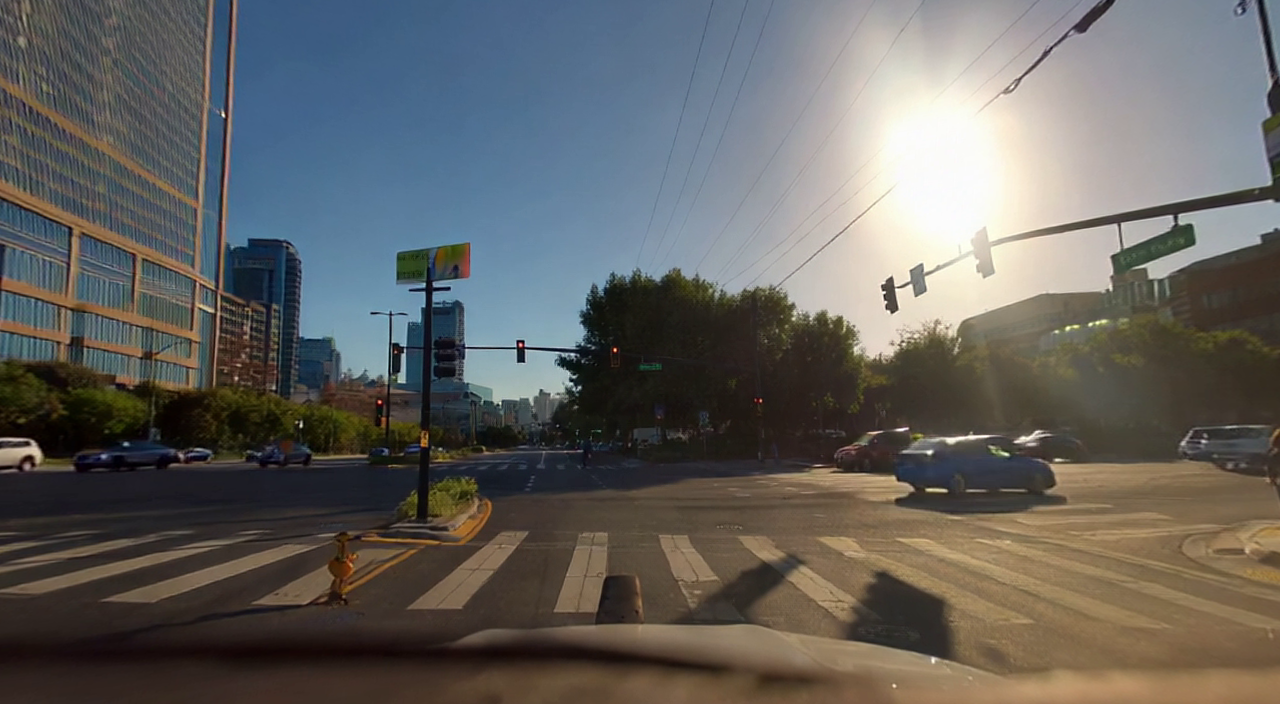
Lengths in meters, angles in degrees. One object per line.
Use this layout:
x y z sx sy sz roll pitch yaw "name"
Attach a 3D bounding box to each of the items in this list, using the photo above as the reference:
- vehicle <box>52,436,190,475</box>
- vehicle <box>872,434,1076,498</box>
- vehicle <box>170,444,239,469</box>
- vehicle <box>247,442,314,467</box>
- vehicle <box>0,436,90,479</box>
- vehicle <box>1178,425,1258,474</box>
-27.315 5.475 33.643 2.388 1.858 6.056 0 -8 -2 "vehicle"
8.719 2.967 16.713 4.312 1.540 2.007 1 -8 -8 "vehicle"
-31.041 7.429 45.208 2.069 1.660 4.302 0 -8 -4 "vehicle"
-24.453 6.944 43.142 2.056 1.604 4.436 0 -8 -2 "vehicle"
-30.712 5.137 30.889 2.456 1.961 5.978 0 -8 -3 "vehicle"
23.648 4.007 26.014 2.066 1.821 4.509 -7 -11 39 "vehicle"
